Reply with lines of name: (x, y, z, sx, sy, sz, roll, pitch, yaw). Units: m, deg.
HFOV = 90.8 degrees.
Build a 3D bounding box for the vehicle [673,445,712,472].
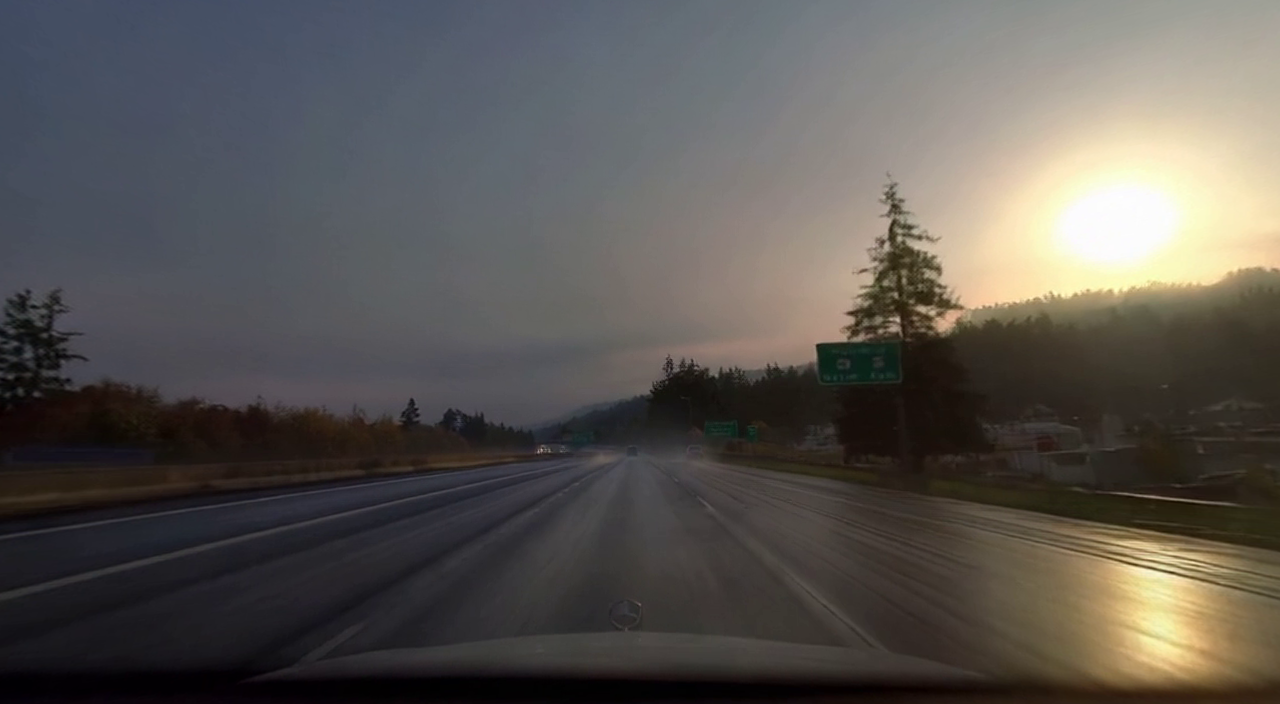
vehicle: (3.543, 7.286, 43.342, 2.133, 1.746, 4.511, 0, -9, -1)
